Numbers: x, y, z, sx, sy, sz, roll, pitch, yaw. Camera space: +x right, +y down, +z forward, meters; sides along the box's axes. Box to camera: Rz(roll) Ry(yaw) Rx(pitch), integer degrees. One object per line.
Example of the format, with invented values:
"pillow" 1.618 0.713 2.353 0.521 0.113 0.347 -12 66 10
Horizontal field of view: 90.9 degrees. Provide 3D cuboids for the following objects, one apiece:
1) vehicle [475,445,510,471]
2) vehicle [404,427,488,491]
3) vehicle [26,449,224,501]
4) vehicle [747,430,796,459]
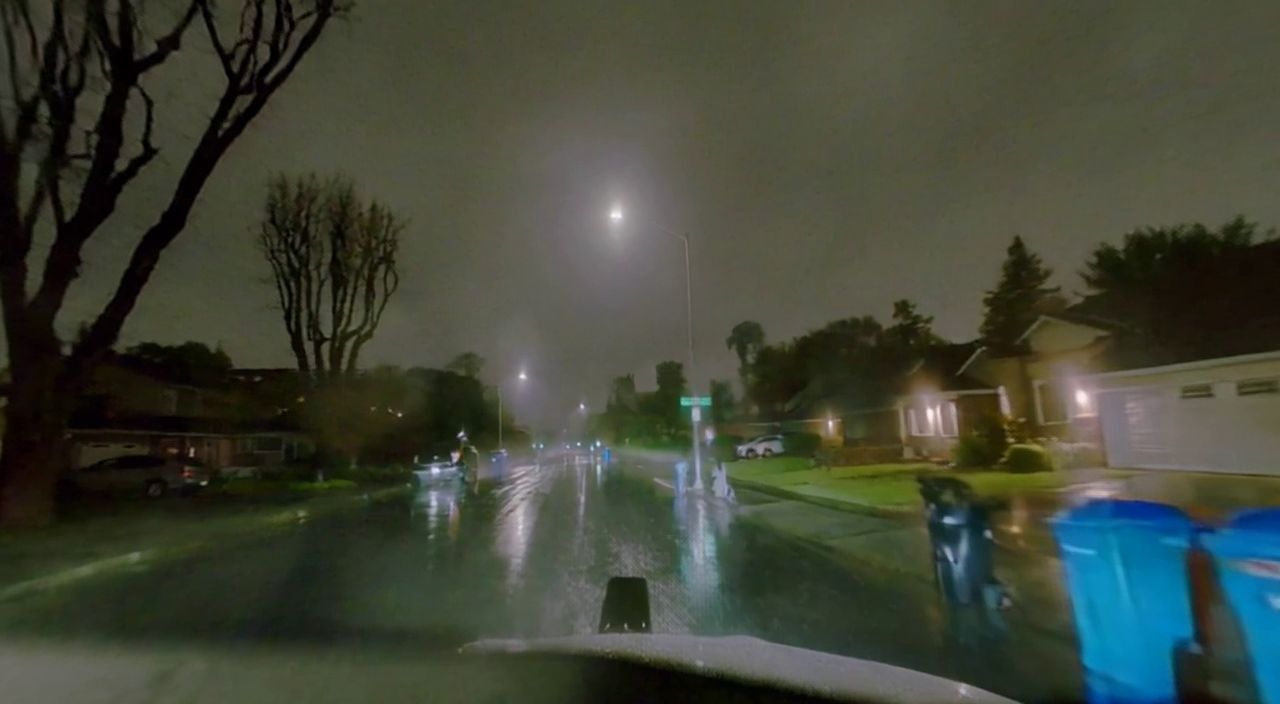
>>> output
"vehicle" -10.631 7.622 45.622 1.945 1.530 4.430 -4 -6 -8
"vehicle" -8.522 4.657 28.354 2.223 2.115 5.707 6 -5 -4
"vehicle" -16.694 4.010 20.677 4.617 1.491 1.953 -1 -10 -5
"vehicle" 8.997 6.337 43.476 1.936 1.687 4.714 -4 -7 -5
